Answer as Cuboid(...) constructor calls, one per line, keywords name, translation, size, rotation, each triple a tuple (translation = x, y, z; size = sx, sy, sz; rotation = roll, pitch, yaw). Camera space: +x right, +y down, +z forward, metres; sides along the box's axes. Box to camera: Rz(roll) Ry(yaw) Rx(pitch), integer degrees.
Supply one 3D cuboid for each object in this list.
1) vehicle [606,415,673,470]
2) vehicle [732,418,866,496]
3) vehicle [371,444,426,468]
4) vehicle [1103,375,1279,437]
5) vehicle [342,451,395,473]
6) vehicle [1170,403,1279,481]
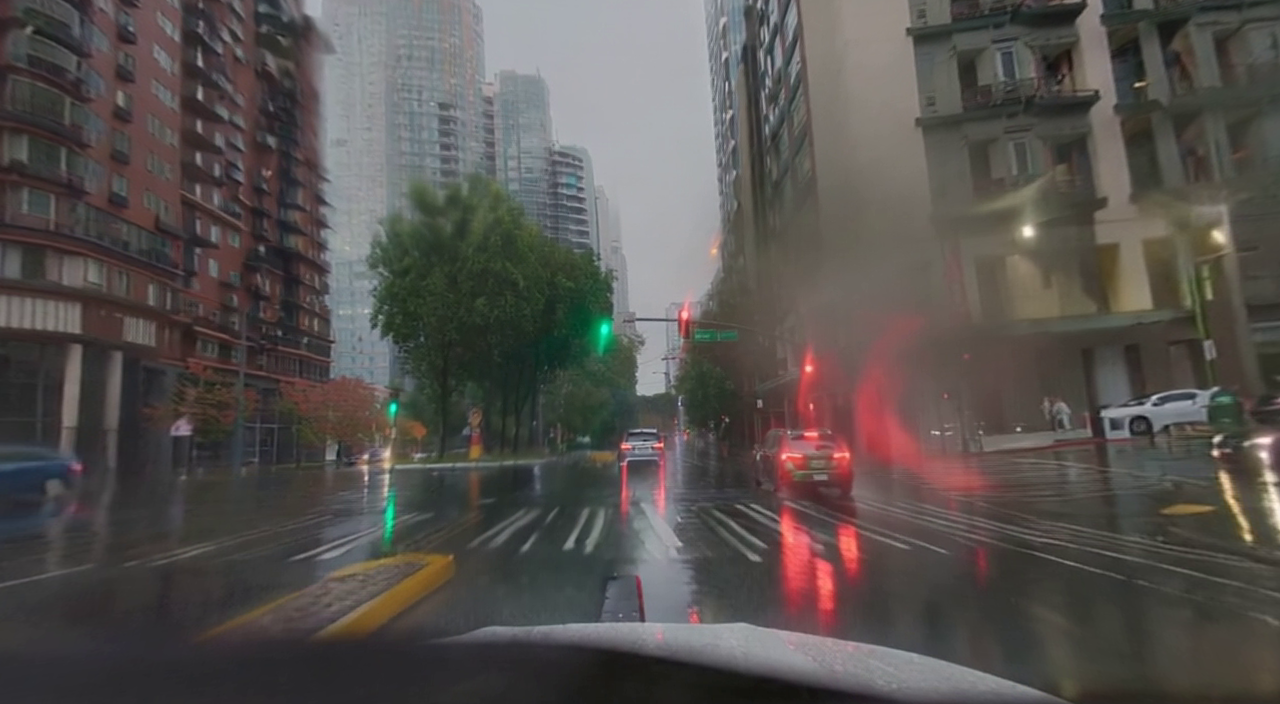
Cuboid(name="vehicle", translation=(0.026, 3.260, 22.747), size=(2.168, 1.776, 4.135), rotation=(0, -8, 1))
Cuboid(name="vehicle", translation=(3.516, 2.439, 14.964), size=(1.987, 1.538, 4.510), rotation=(0, -8, 0))
Cuboid(name="vehicle", translation=(-17.071, 7.372, 44.952), size=(2.011, 1.630, 4.541), rotation=(0, -8, 2))
Cuboid(name="vehicle", translation=(20.276, 1.975, 22.811), size=(5.146, 1.699, 2.269), rotation=(-5, -9, 0))
Cuboid(name="vehicle", translation=(-20.215, 8.177, 47.199), size=(1.979, 1.488, 4.473), rotation=(0, -8, 0))
Cuboid(name="vehicle", translation=(13.896, 1.848, 12.960), size=(4.354, 1.466, 1.863), rotation=(0, -8, -1))
